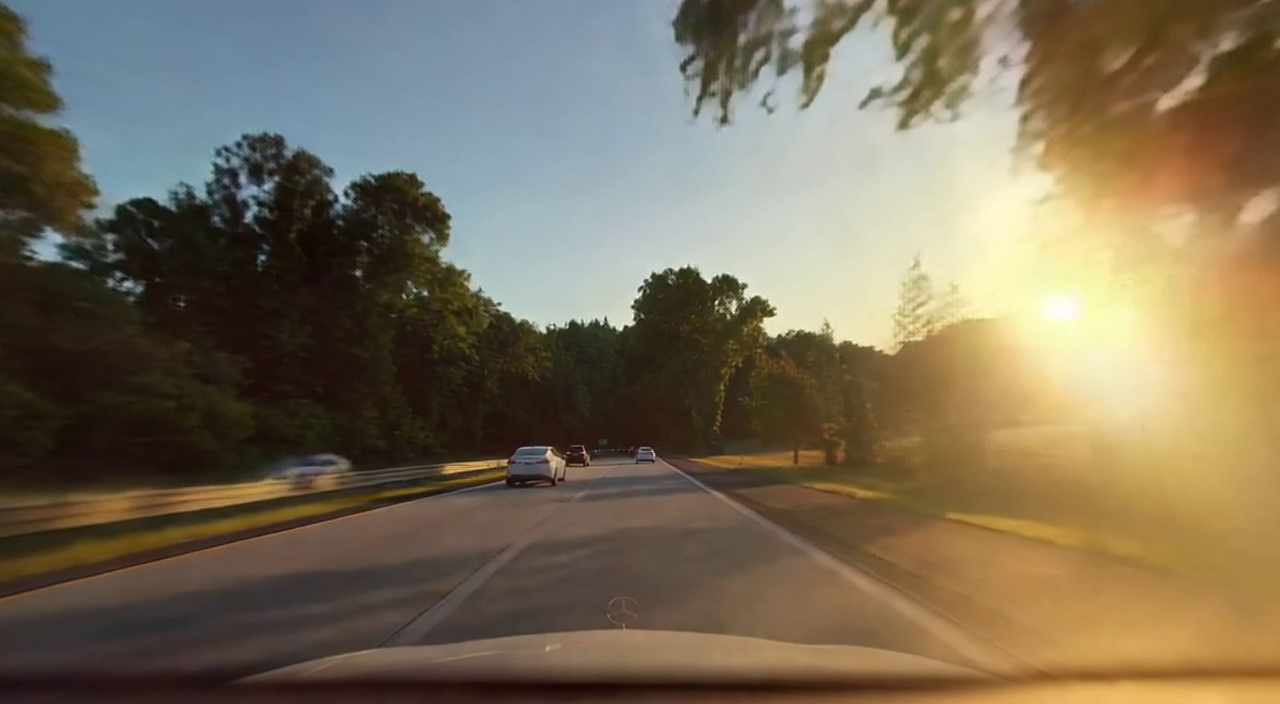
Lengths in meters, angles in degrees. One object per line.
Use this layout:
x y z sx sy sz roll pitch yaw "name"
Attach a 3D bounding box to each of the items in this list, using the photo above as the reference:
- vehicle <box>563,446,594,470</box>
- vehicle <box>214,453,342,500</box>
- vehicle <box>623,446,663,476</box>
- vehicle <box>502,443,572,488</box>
-4.324 7.501 44.735 1.834 1.615 3.624 0 -9 0 "vehicle"
-12.421 4.266 22.002 1.909 1.442 4.293 0 -9 0 "vehicle"
0.138 5.795 33.576 2.001 1.490 3.914 0 -9 0 "vehicle"
-3.773 4.227 23.707 1.978 1.538 3.755 0 -9 0 "vehicle"
